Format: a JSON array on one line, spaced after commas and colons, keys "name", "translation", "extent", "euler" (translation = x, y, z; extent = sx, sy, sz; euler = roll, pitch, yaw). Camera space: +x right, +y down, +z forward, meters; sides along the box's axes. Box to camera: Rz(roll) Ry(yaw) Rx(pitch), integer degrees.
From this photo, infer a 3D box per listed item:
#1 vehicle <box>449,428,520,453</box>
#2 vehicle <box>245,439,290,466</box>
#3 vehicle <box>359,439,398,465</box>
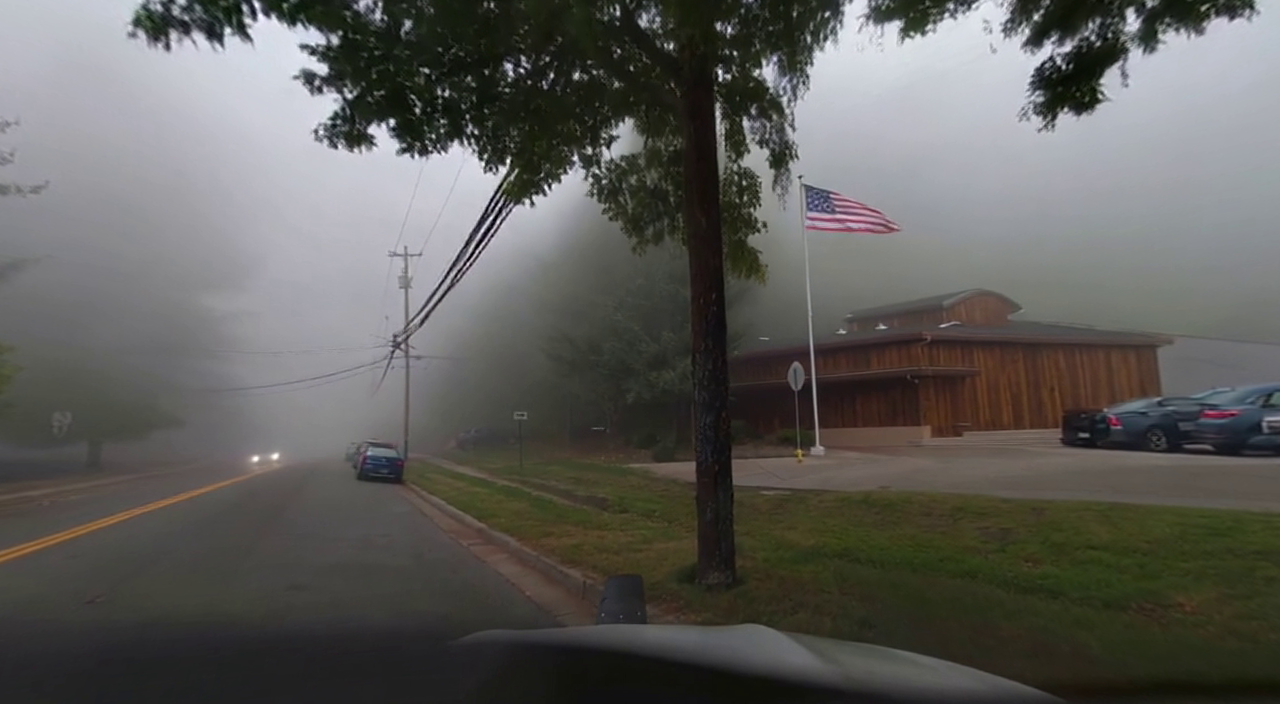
[{"name": "vehicle", "translation": [-11.405, 6.491, 46.313], "extent": [4.767, 1.735, 1.920], "euler": [4, -9, -24]}, {"name": "vehicle", "translation": [-25.869, 6.968, 44.012], "extent": [2.086, 1.798, 4.511], "euler": [3, -9, -23]}, {"name": "vehicle", "translation": [-15.856, 6.054, 38.249], "extent": [1.941, 1.460, 4.206], "euler": [4, -9, -24]}]
